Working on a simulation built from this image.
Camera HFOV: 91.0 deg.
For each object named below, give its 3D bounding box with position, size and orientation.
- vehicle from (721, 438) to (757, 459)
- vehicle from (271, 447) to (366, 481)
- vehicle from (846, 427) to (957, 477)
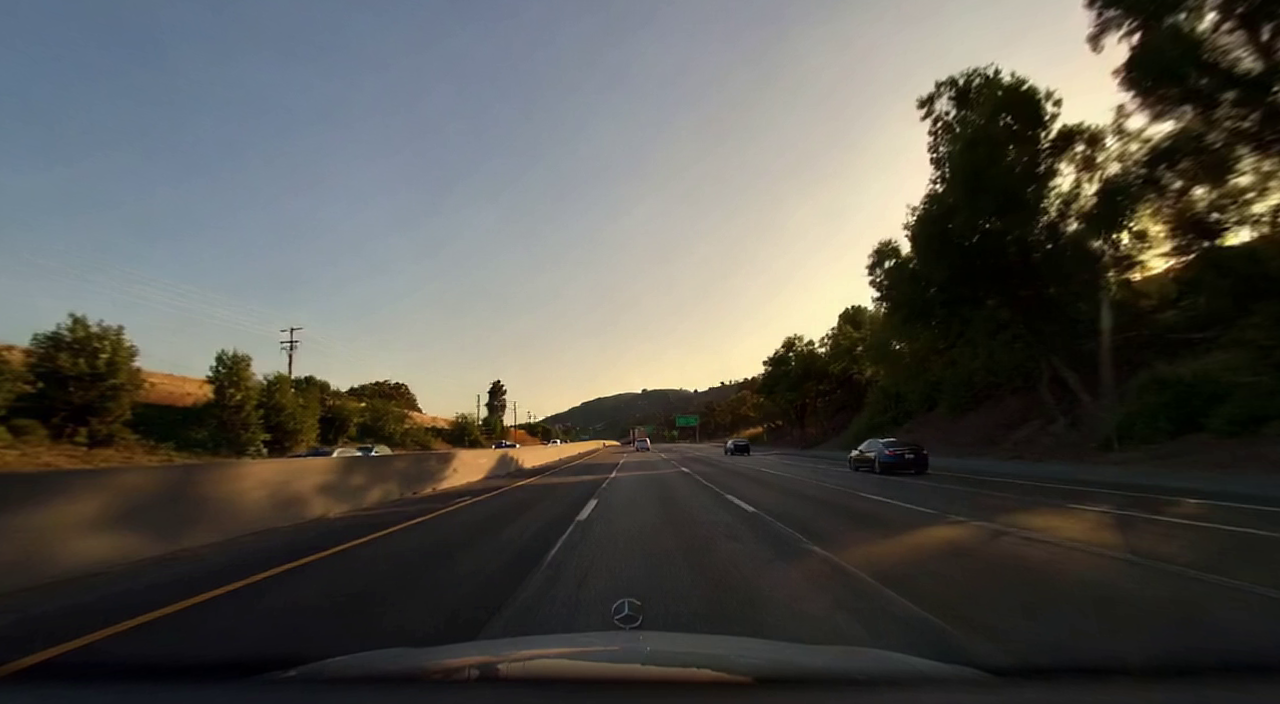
[{"bbox_3d":[7.601,7.450,48.788,2.053,1.553,4.463,0,-9,-1],"label":"vehicle"},{"bbox_3d":[-15.846,5.518,31.424,2.005,1.515,5.180,0,-9,0],"label":"vehicle"},{"bbox_3d":[11.147,4.326,27.467,2.387,1.936,5.646,0,-9,0],"label":"vehicle"}]
